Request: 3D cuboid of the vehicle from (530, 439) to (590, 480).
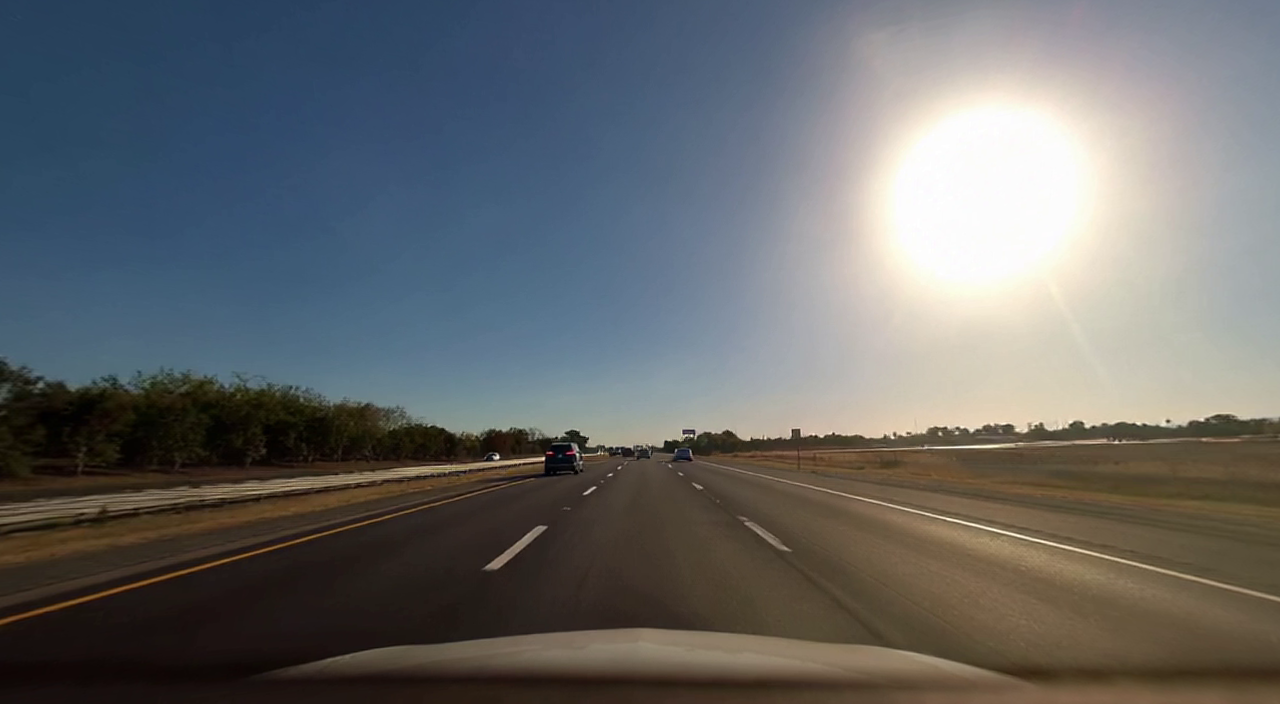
[{"bbox_3d":[-3.583,4.924,29.035,2.070,1.707,4.309,0,-9,2],"label":"vehicle"}]
